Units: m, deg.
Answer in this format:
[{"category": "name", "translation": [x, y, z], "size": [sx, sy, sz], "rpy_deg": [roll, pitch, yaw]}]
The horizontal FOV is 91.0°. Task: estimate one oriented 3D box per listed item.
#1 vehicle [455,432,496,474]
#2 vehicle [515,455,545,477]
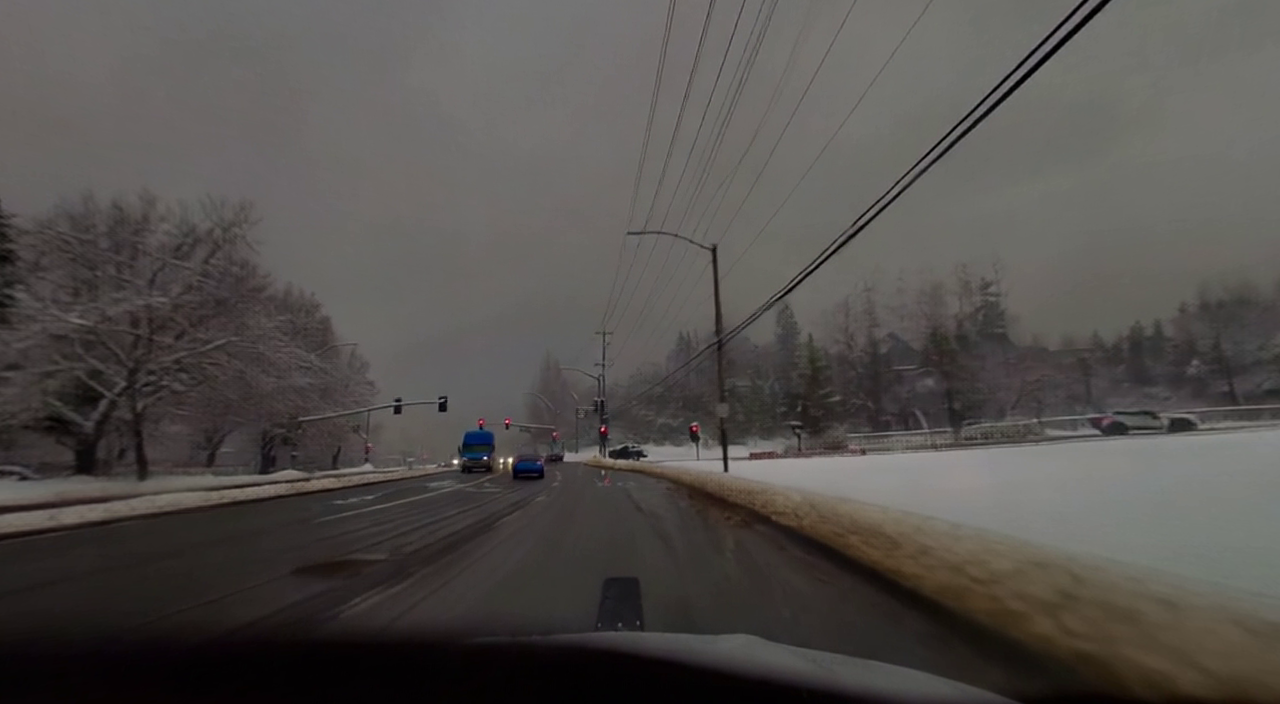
[{"category": "vehicle", "translation": [-12.334, 7.606, 47.661], "size": [2.461, 2.889, 6.776], "rpy_deg": [2, -9, -10]}, {"category": "vehicle", "translation": [-8.106, 8.359, 46.402], "size": [2.019, 1.485, 4.565], "rpy_deg": [2, -9, -10]}]
